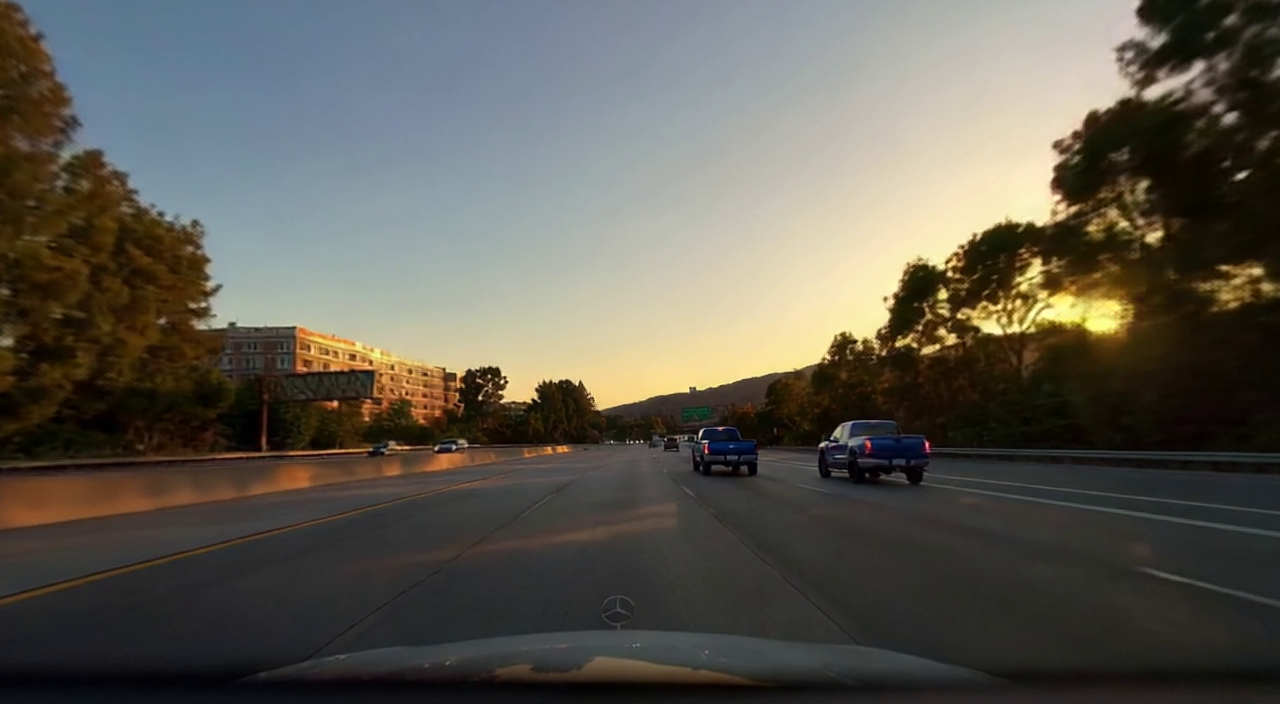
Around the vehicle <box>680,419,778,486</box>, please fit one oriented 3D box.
[{"bbox_3d":[2.840,3.377,21.396,2.462,1.984,4.718,0,-8,-2],"label":"vehicle"}]

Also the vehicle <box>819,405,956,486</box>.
[{"bbox_3d":[7.762,3.044,20.581,2.158,2.268,5.396,0,-9,-1],"label":"vehicle"}]
